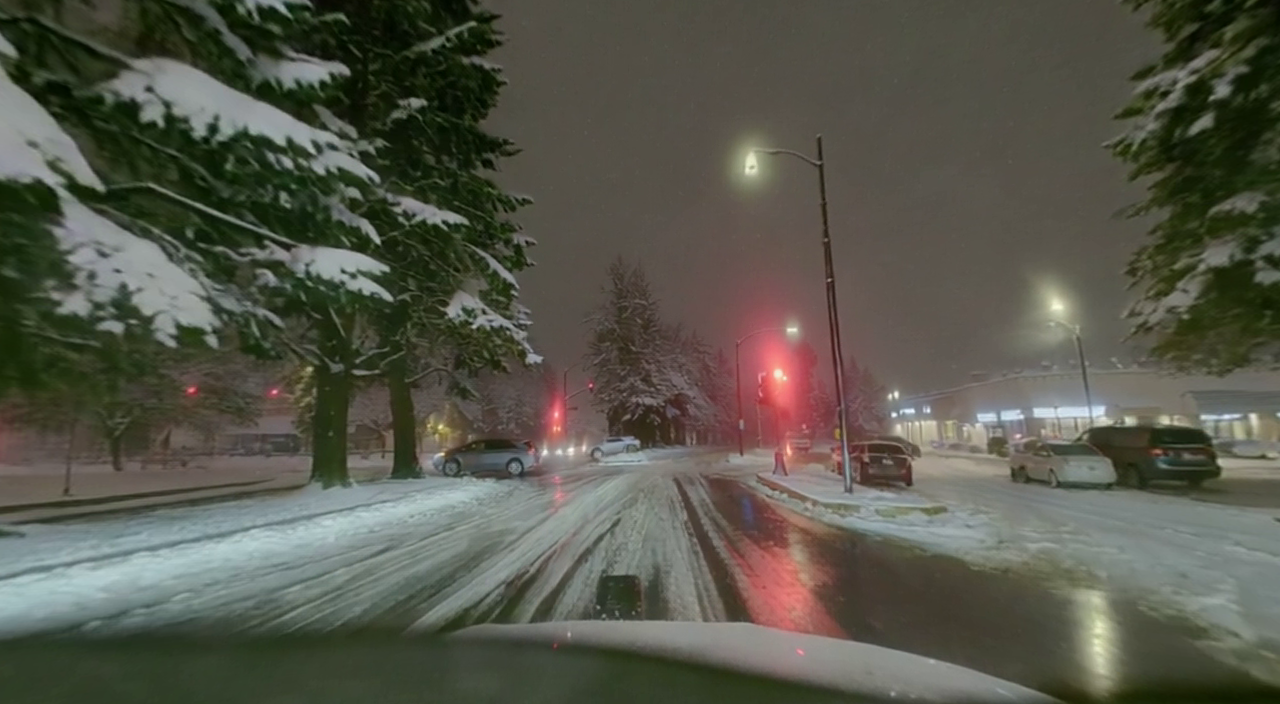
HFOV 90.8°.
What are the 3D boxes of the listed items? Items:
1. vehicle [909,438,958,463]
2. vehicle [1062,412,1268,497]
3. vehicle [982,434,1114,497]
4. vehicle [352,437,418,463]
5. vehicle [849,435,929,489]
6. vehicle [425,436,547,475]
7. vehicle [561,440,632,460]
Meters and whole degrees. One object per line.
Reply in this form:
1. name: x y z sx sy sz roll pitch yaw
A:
1. vehicle: 17.079 5.718 36.875 1.936 1.391 3.874 -2 -9 16
2. vehicle: 14.055 2.799 17.525 2.265 1.919 5.745 -4 -9 18
3. vehicle: 11.726 3.249 18.556 2.031 1.592 4.470 -3 -9 17
4. vehicle: -18.826 7.267 46.884 2.082 1.779 4.841 -2 -8 13
5. vehicle: 7.628 3.364 19.729 1.867 1.479 4.452 -3 -9 16
6. vehicle: -6.093 4.123 25.277 4.376 1.476 1.791 -1 -8 4
7. vehicle: -3.226 7.269 46.971 4.792 1.468 2.116 -2 -9 15
